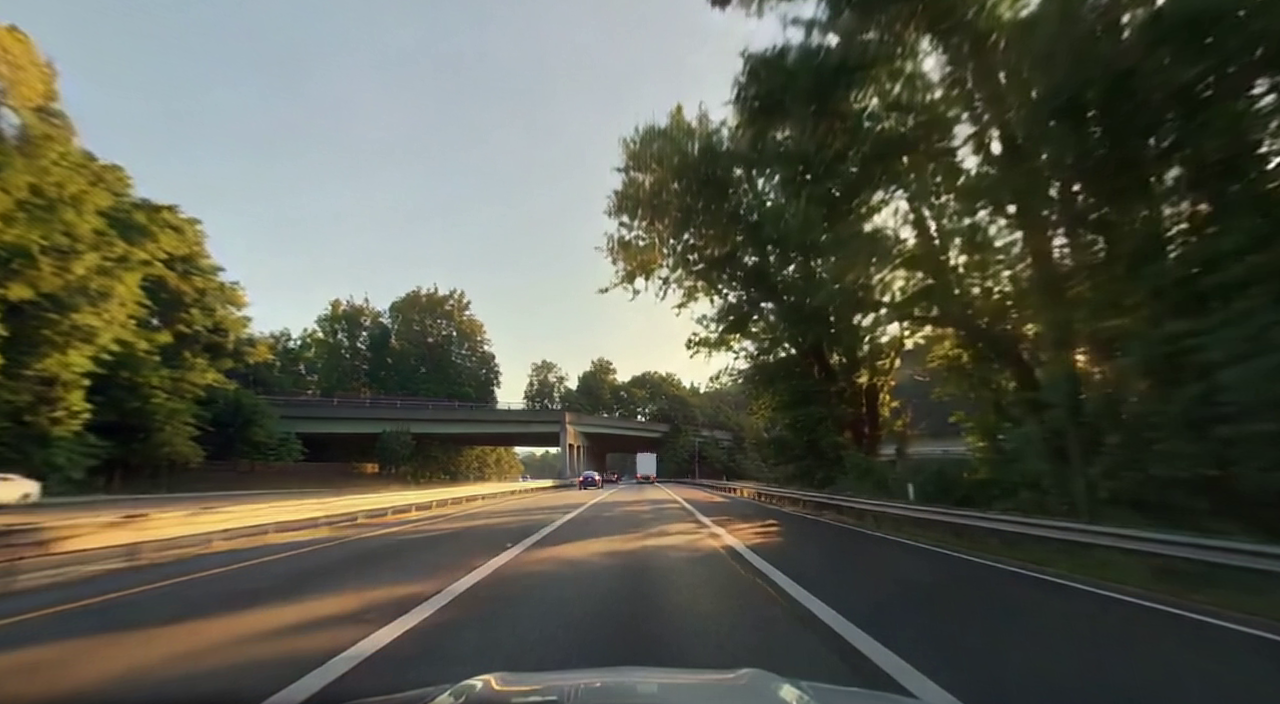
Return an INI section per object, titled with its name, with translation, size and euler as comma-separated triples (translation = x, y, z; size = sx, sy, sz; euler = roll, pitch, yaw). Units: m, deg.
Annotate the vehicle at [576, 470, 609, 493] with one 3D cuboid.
[vehicle]
translation = -3.385, 9.266, 45.271
size = 1.976, 1.514, 3.917
euler = 1, -10, 1
